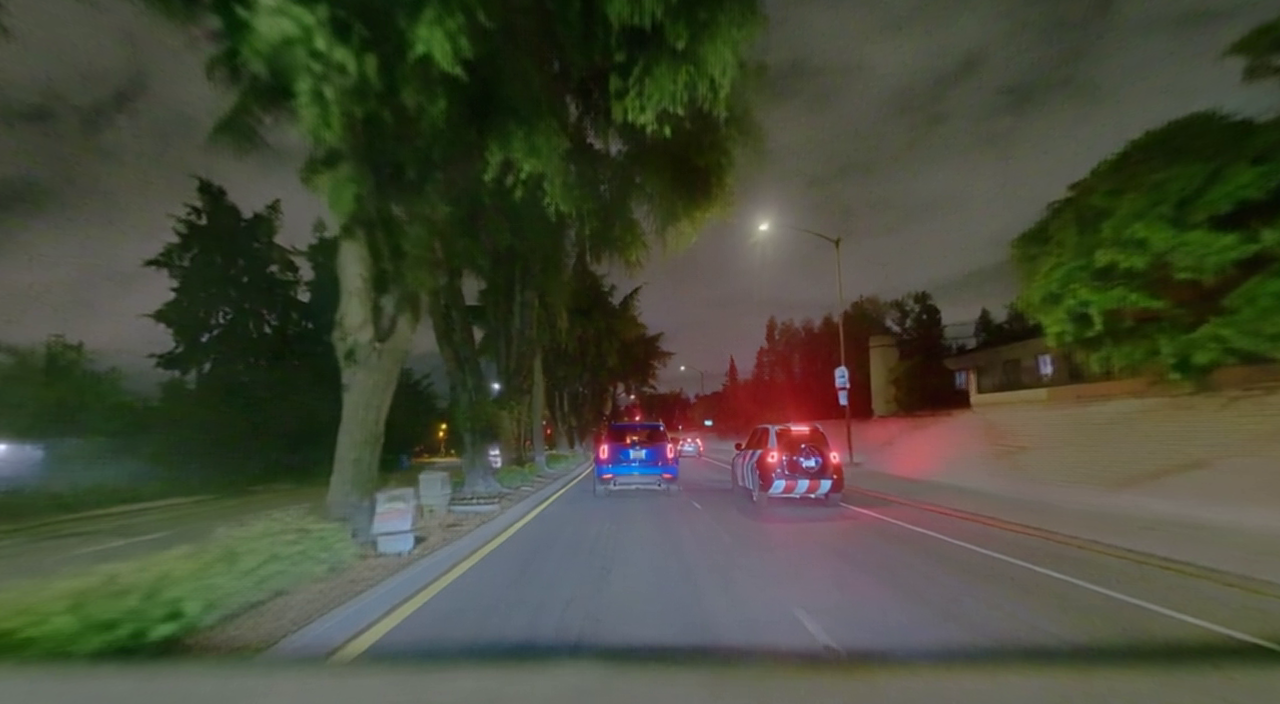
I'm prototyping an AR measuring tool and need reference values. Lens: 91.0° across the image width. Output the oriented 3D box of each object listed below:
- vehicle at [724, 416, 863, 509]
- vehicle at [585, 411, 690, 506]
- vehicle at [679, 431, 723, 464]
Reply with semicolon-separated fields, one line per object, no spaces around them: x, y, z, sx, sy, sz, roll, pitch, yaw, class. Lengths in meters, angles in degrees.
3.120;2.347;13.750;1.840;1.709;4.202;0;-8;-2;vehicle
-0.091;2.248;13.532;1.984;1.777;3.148;0;-8;-2;vehicle
3.136;5.016;33.049;1.863;1.610;3.726;0;-8;-1;vehicle
